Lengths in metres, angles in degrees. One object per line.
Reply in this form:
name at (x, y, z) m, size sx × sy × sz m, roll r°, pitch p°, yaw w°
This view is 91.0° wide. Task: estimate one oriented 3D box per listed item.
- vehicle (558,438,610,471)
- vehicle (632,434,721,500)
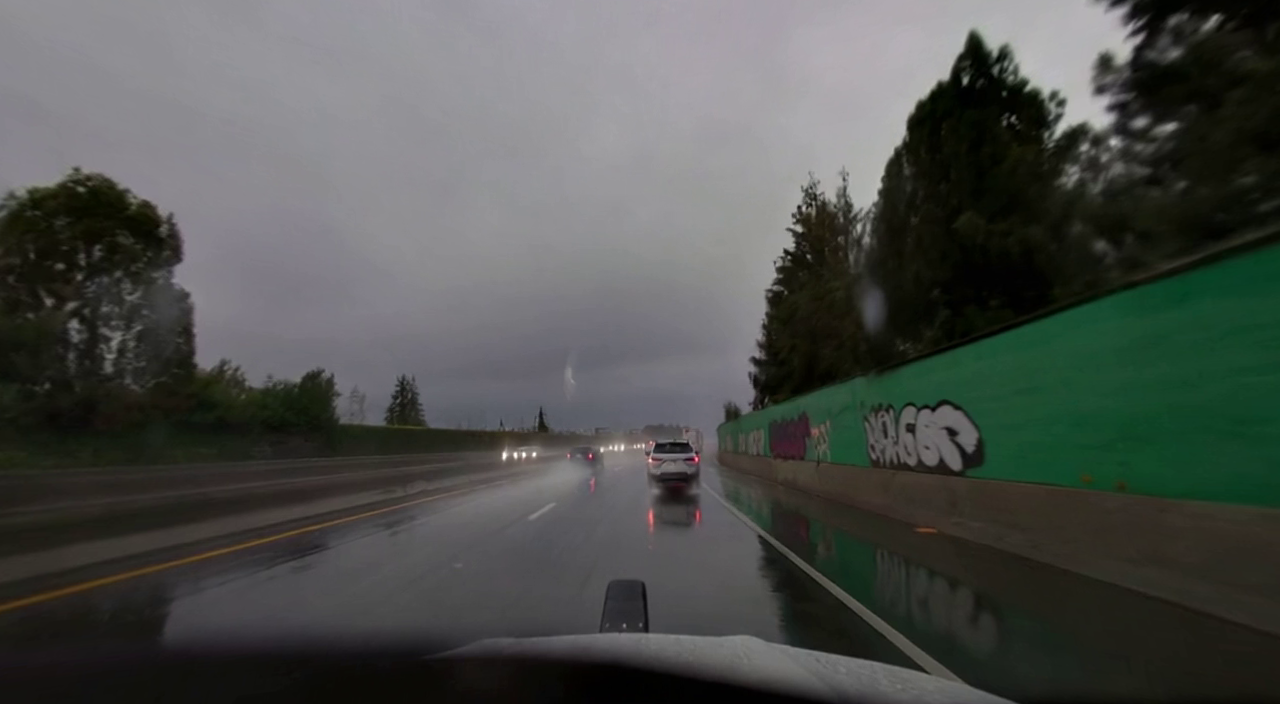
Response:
vehicle at (-2.762, 5.154, 31.892) m, size 2.105 × 1.571 × 3.727 m, roll 0°, pitch -8°, yaw 2°
vehicle at (0.875, 2.976, 16.754) m, size 2.077 × 1.533 × 3.854 m, roll 0°, pitch -8°, yaw 1°
